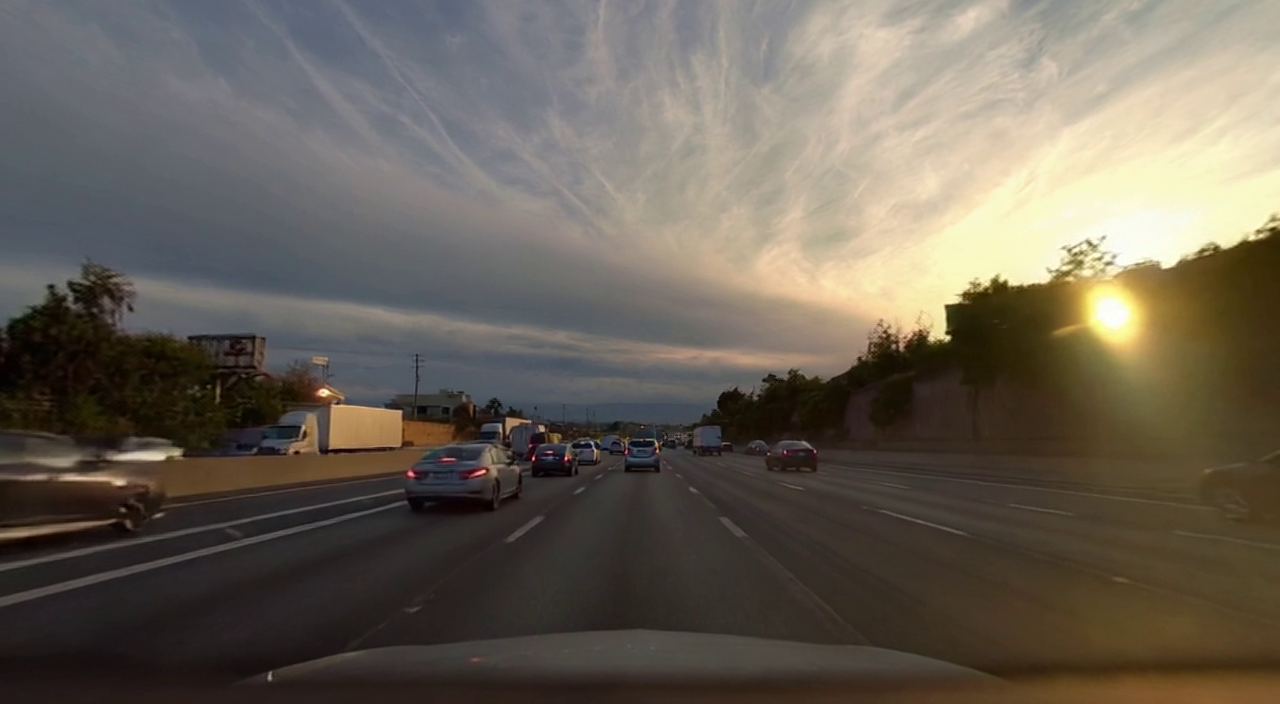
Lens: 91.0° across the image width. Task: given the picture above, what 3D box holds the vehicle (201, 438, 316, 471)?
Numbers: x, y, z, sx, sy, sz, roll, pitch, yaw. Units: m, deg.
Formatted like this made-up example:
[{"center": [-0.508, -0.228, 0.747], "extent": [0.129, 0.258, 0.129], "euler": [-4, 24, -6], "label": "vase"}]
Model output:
[{"center": [-22.516, 6.090, 37.637], "extent": [2.451, 1.797, 6.888], "euler": [0, -9, 1], "label": "vehicle"}]

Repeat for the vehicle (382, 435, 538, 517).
[{"center": [-3.563, 2.550, 13.412], "extent": [2.025, 1.449, 4.190], "euler": [0, -9, 1], "label": "vehicle"}]

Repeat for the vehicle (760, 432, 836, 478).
[{"center": [6.467, 4.292, 26.343], "extent": [1.992, 1.745, 4.329], "euler": [0, -9, -1], "label": "vehicle"}]

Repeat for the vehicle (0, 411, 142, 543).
[{"center": [-9.315, 1.581, 7.913], "extent": [2.194, 1.676, 4.743], "euler": [0, -9, 0], "label": "vehicle"}]

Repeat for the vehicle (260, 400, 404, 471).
[{"center": [-18.678, 5.332, 39.523], "extent": [2.989, 3.764, 11.425], "euler": [0, -9, 1], "label": "vehicle"}]

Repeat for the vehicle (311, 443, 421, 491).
[{"center": [-9.186, 3.862, 21.485], "extent": [1.827, 1.472, 3.962], "euler": [0, -9, 2], "label": "vehicle"}]

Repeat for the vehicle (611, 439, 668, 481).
[{"center": [-0.027, 4.133, 24.373], "extent": [2.053, 1.461, 3.941], "euler": [0, -9, 0], "label": "vehicle"}]

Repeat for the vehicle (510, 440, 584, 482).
[{"center": [-3.481, 4.177, 24.467], "extent": [2.098, 1.463, 4.578], "euler": [0, -9, 1], "label": "vehicle"}]

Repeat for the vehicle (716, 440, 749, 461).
[{"center": [6.859, 7.402, 47.150], "extent": [1.895, 1.488, 4.254], "euler": [0, -9, 1], "label": "vehicle"}]
